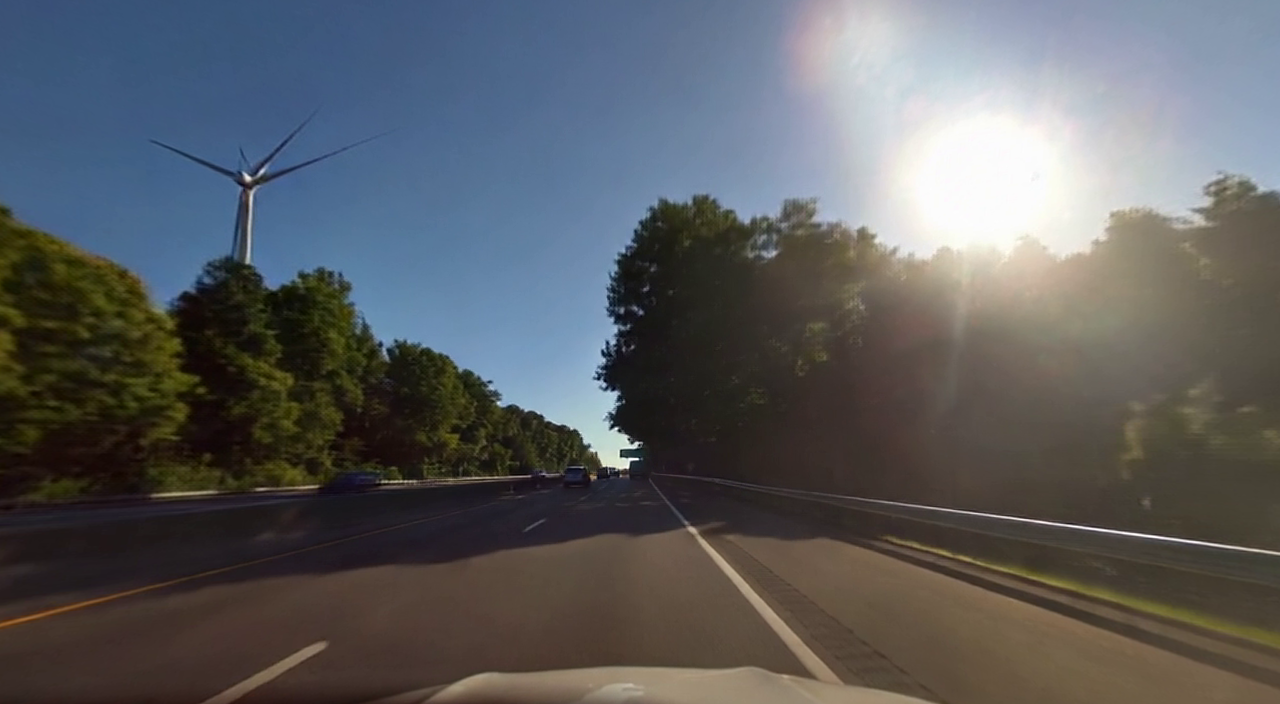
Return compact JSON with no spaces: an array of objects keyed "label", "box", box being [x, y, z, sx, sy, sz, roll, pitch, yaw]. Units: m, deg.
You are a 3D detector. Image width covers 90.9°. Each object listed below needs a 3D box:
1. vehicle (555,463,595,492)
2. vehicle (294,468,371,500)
[{"label":"vehicle","box":[-4.137,8.106,40.883,2.124,1.705,4.440,1,-11,0]},{"label":"vehicle","box":[-16.552,7.117,34.196,1.910,1.572,4.370,1,-11,0]}]
